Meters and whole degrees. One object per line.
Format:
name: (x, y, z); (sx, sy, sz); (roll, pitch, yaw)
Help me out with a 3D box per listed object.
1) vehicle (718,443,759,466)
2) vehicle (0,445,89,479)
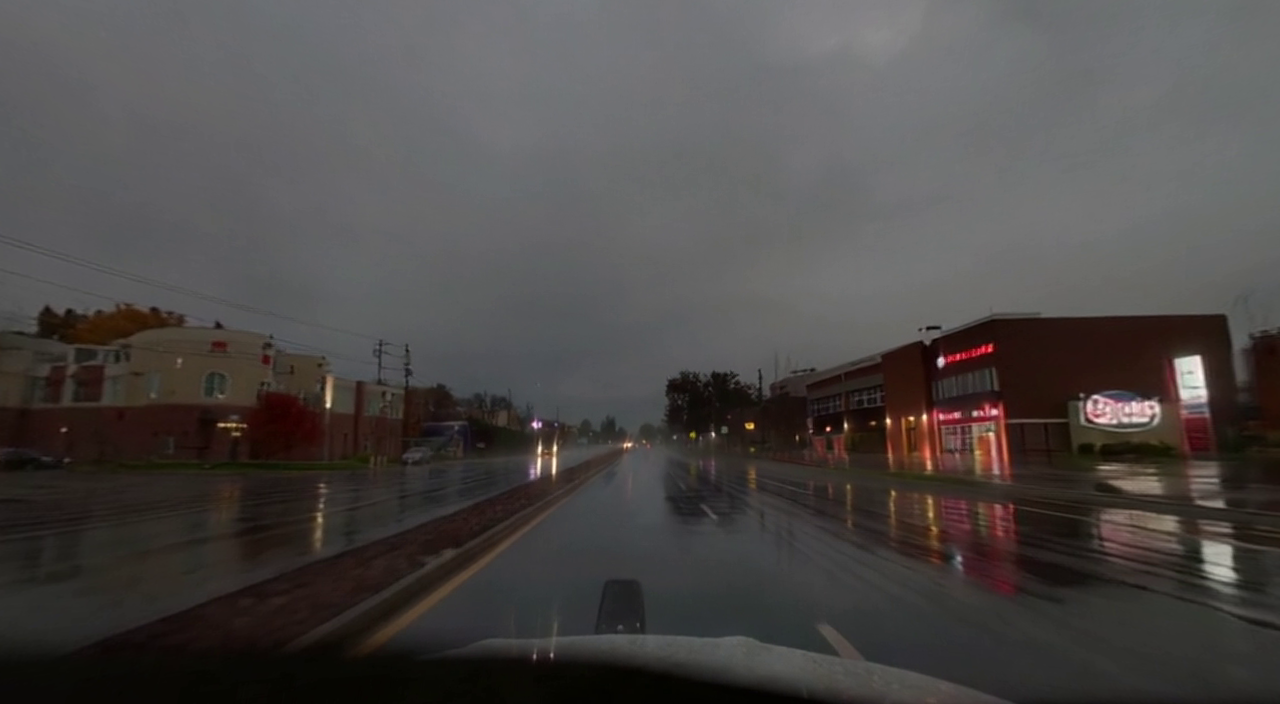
vehicle: (6.500, 6.836, 42.129); (1.916, 1.437, 4.327); (0, -9, -2)
vehicle: (-34.797, 6.217, 35.989); (1.965, 1.753, 5.154); (0, -9, 2)
